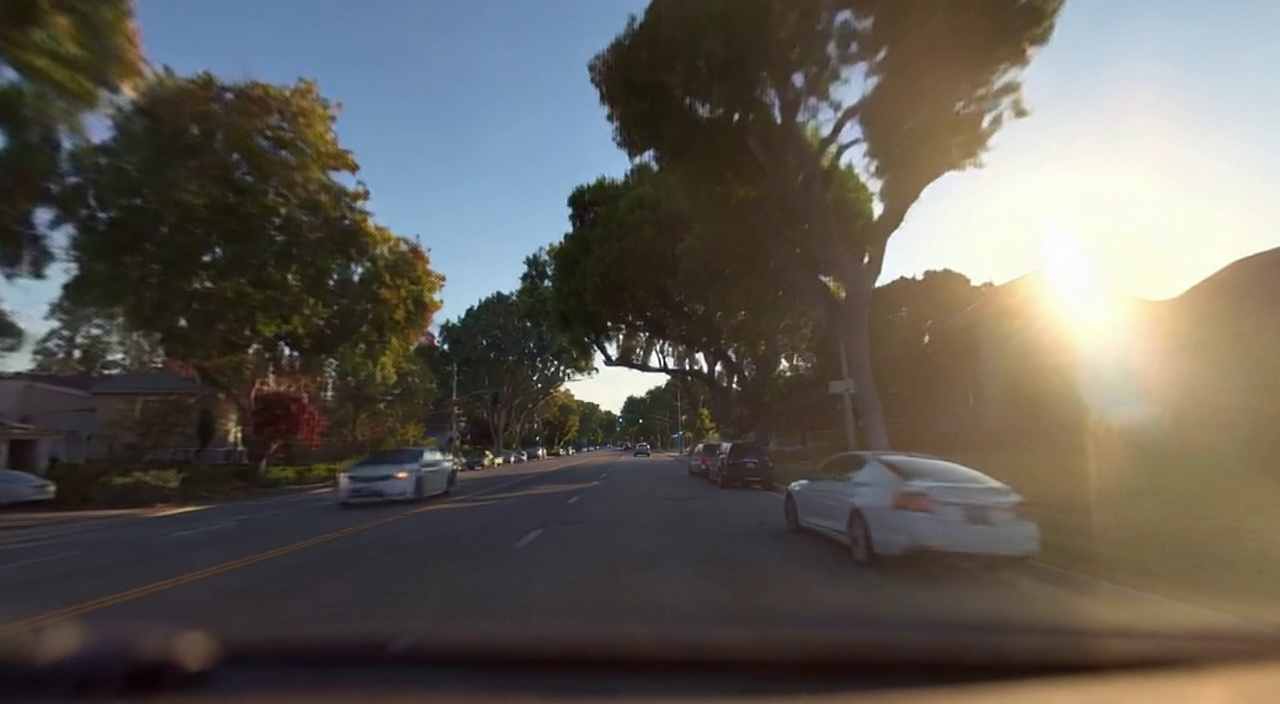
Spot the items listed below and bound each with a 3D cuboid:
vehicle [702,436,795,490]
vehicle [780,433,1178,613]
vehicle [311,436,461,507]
[{"bbox_3d":[3.449,3.647,21.172,2.034,1.551,5.272,0,-9,-2],"label":"vehicle"},{"bbox_3d":[3.430,1.830,7.938,2.158,1.477,5.135,-1,-9,0],"label":"vehicle"},{"bbox_3d":[-7.132,3.403,18.554,2.120,1.726,5.445,-1,-8,0],"label":"vehicle"}]
